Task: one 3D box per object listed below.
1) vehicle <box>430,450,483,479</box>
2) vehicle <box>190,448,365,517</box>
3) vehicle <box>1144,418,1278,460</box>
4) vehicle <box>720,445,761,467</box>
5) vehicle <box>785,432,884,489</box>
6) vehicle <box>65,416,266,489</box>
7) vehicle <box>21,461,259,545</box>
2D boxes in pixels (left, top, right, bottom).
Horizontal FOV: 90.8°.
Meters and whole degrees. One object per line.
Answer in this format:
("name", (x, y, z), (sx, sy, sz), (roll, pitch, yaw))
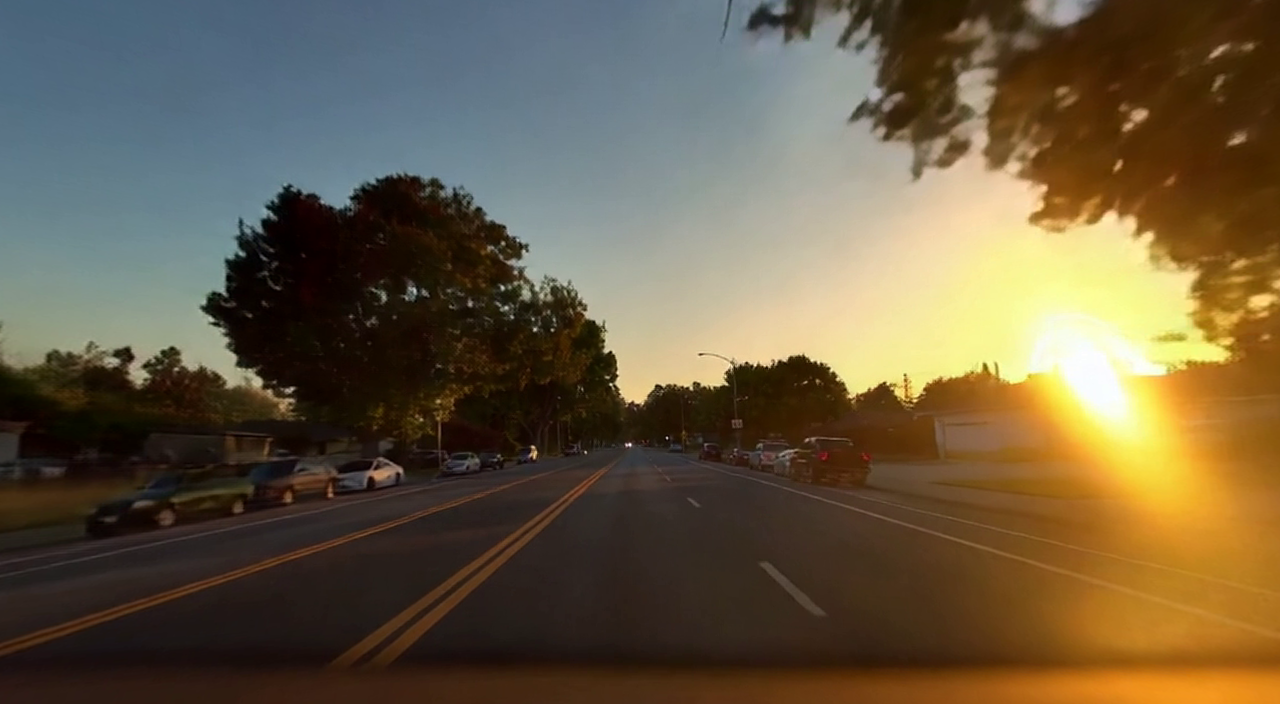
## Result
("vehicle", (-10.868, 6.677, 37.790), (1.840, 1.526, 4.214), (0, -8, 1))
("vehicle", (-10.815, 3.875, 19.523), (2.050, 1.769, 5.585), (0, -8, 1))
("vehicle", (22.186, 3.449, 24.845), (1.859, 1.480, 4.723), (-3, -9, 15))
("vehicle", (7.095, 7.419, 45.156), (1.982, 1.479, 4.687), (0, -8, -2))
("vehicle", (7.152, 4.047, 23.881), (2.103, 1.912, 4.892), (0, -8, -1))
("vehicle", (-20.793, 4.420, 28.006), (6.604, 3.012, 2.656), (0, -9, 0))
("vehicle", (-10.829, 3.249, 14.201), (1.838, 1.450, 4.317), (0, -8, -1))
